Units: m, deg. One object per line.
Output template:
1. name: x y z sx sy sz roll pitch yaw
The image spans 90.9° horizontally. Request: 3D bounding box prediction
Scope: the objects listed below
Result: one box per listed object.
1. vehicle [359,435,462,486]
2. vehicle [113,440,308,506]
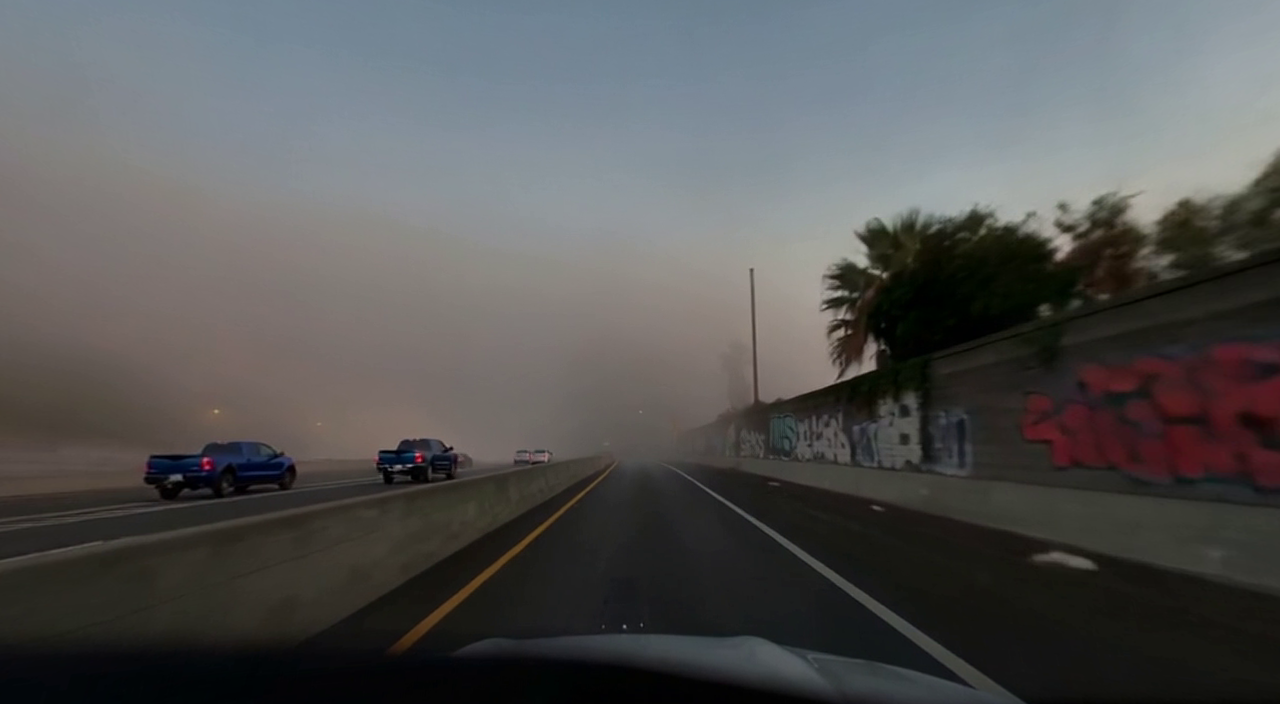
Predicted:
1. vehicle: -9.965 4.753 27.962 2.342 1.999 5.594 0 -9 1
2. vehicle: -13.959 3.946 21.166 2.272 1.882 5.941 0 -9 1
